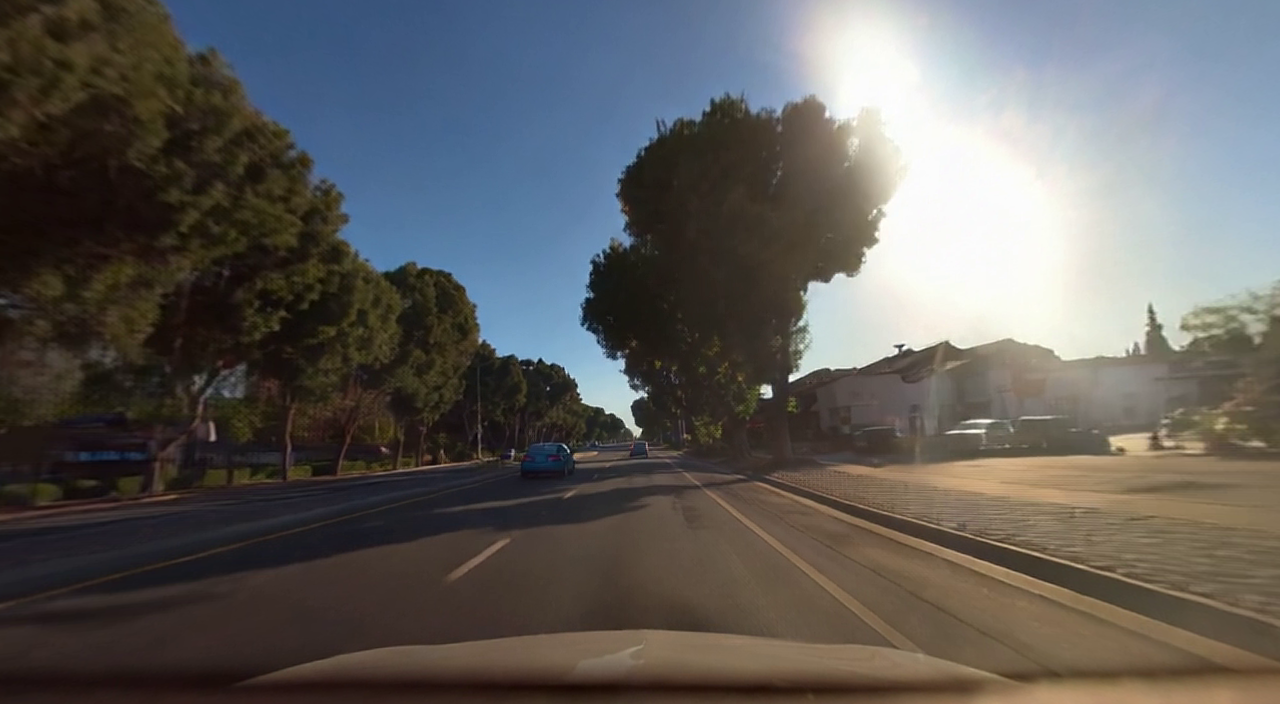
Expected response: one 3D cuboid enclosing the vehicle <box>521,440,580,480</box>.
[{"bbox_3d":[-3.937,4.814,28.417,1.914,1.630,4.351,0,-8,1],"label":"vehicle"}]
